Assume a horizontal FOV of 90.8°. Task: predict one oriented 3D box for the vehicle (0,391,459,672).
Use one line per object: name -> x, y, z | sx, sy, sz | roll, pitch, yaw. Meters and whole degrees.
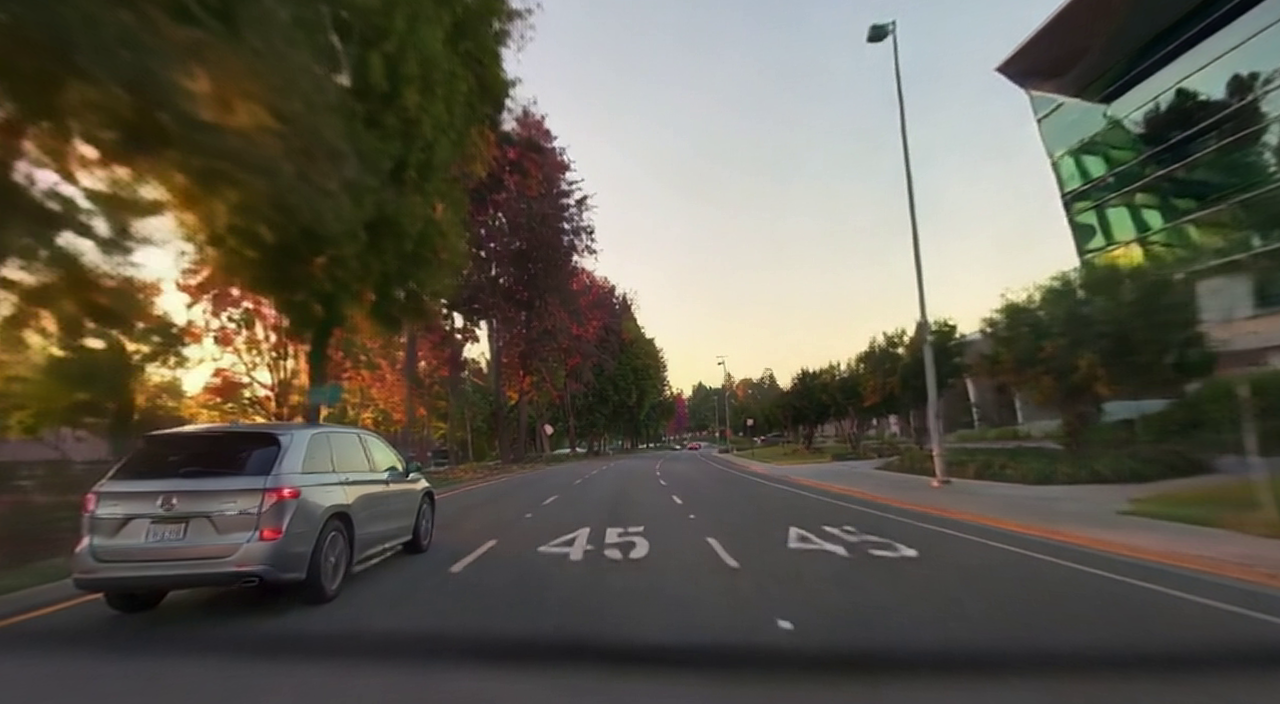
vehicle -> -3.495, 1.434, 6.227 | 2.067, 1.700, 4.561 | -1, -8, 0
